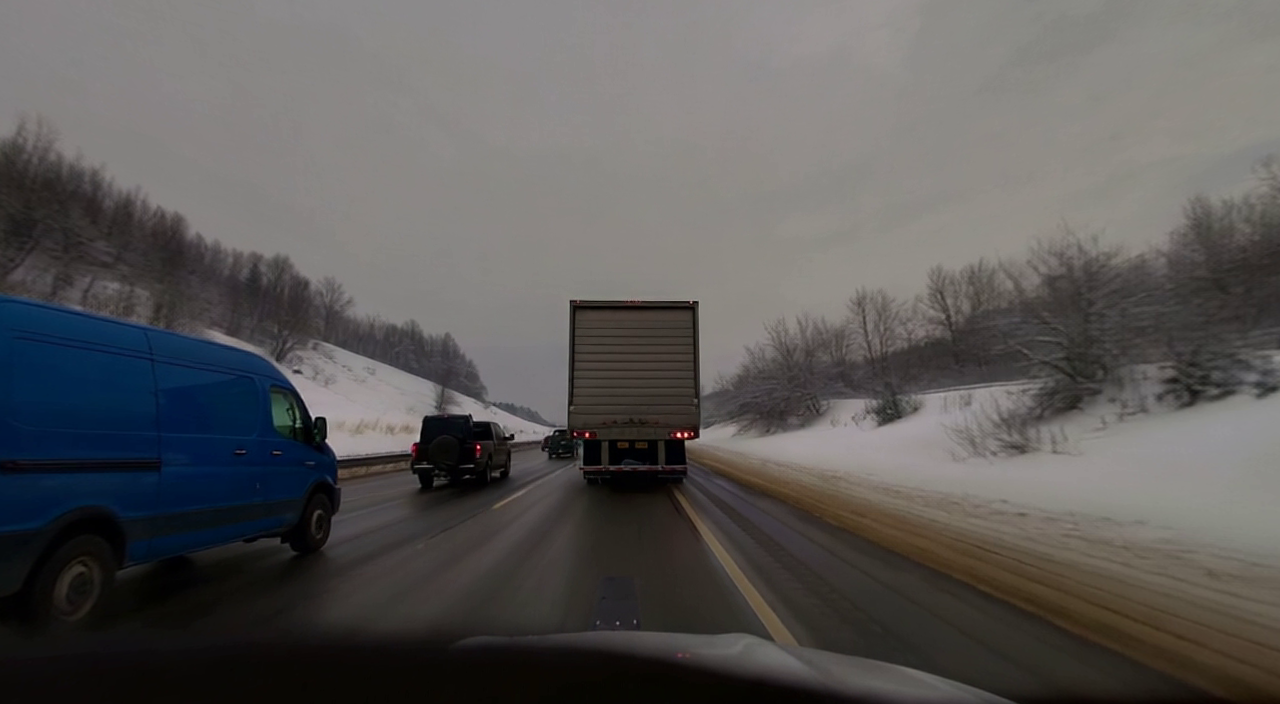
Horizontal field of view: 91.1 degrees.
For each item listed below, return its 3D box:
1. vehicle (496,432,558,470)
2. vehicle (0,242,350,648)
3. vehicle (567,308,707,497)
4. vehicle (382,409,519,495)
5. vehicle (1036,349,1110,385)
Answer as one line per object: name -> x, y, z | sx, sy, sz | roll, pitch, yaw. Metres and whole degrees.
vehicle -> -4.861, 4.317, 27.695 | 1.931, 1.539, 4.441 | 0, -8, 0
vehicle -> -5.239, 0.837, 5.818 | 2.478, 2.515, 5.438 | 0, -8, 0
vehicle -> -0.045, 1.724, 18.476 | 2.953, 4.041, 10.072 | 0, -8, 0
vehicle -> -4.897, 2.670, 17.190 | 2.168, 1.985, 4.952 | 0, -8, 0
vehicle -> 28.107, 1.027, 41.008 | 2.034, 1.625, 4.809 | 7, -6, 10
